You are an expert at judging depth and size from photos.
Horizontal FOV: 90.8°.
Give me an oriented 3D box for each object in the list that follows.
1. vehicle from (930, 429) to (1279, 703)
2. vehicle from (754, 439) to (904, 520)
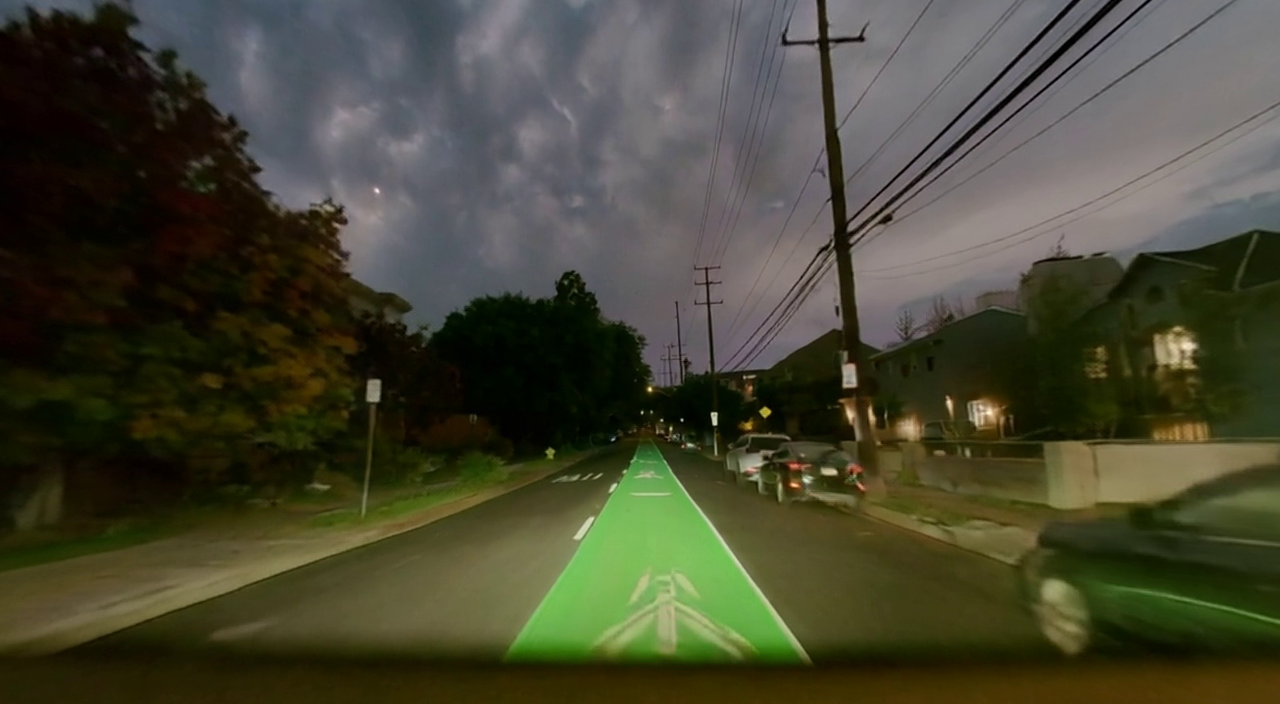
[{"bbox_3d":[3.376,1.074,2.558,2.235,1.500,4.496,0,-9,0],"label":"vehicle"},{"bbox_3d":[3.965,2.747,14.103,1.981,1.512,4.144,0,-9,-1],"label":"vehicle"}]
